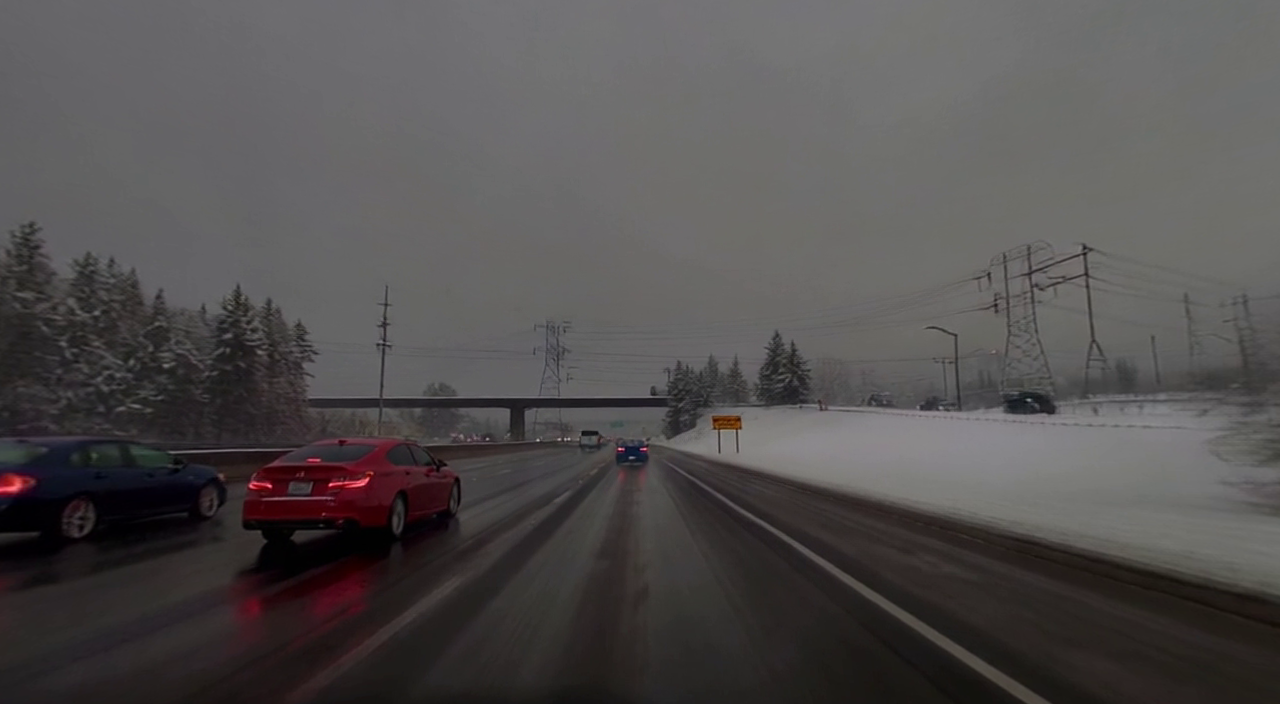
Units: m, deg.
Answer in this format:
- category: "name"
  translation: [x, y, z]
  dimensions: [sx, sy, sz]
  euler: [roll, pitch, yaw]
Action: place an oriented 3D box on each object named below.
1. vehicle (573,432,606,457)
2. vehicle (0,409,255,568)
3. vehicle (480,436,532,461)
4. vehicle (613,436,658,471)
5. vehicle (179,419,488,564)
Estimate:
- category: "vehicle"
  translation: [-3.777, 6.978, 47.480]
  dimensions: [2.174, 1.806, 3.932]
  euler: [0, -8, 0]
- category: "vehicle"
  translation: [-7.527, 1.658, 8.202]
  dimensions: [1.968, 1.614, 4.674]
  euler: [0, -8, 1]
- category: "vehicle"
  translation: [-8.387, 6.100, 39.764]
  dimensions: [2.053, 1.486, 5.050]
  euler: [0, -8, 1]
- category: "vehicle"
  translation: [-0.216, 4.665, 29.065]
  dimensions: [1.954, 1.460, 3.983]
  euler: [0, -8, -1]
- category: "vehicle"
  translation: [-3.789, 1.803, 8.958]
  dimensions: [2.035, 1.514, 4.600]
  euler: [0, -8, 1]
